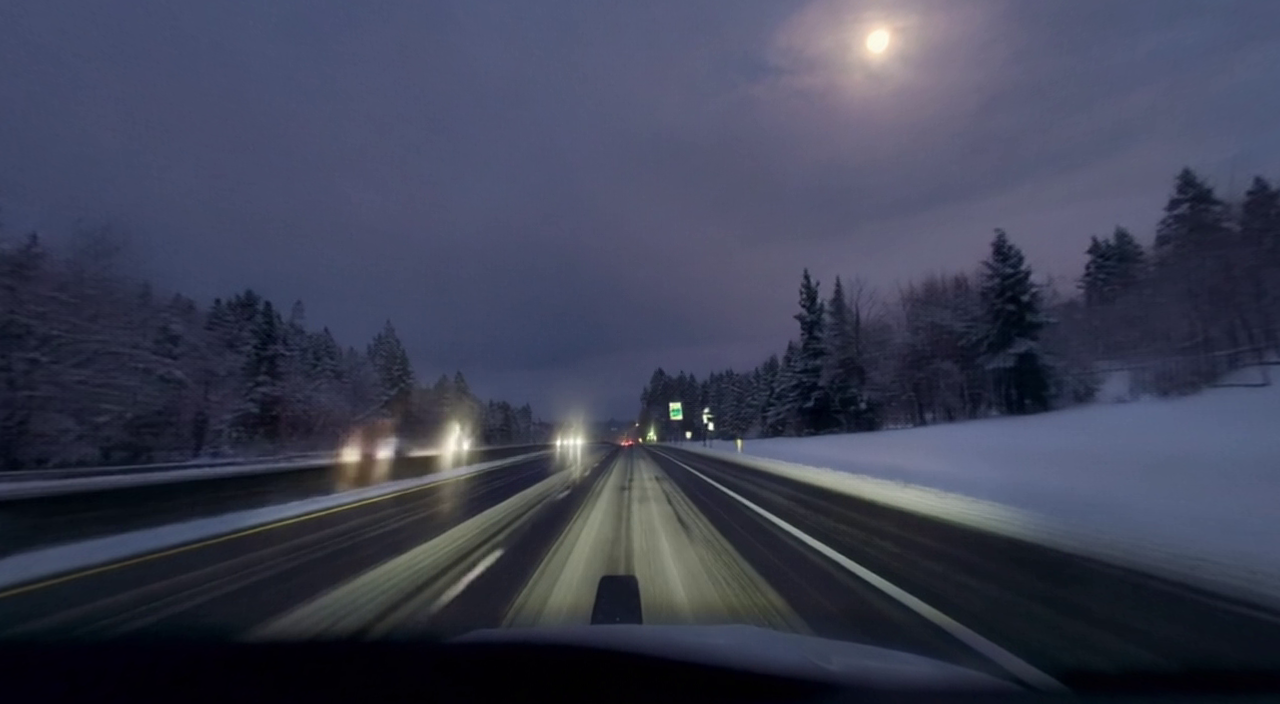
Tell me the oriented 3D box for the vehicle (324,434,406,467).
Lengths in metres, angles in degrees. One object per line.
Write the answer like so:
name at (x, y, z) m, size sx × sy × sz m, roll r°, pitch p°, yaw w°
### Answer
vehicle at (-13.127, 4.696, 30.434) m, size 1.917 × 1.457 × 4.632 m, roll 0°, pitch -8°, yaw -1°
